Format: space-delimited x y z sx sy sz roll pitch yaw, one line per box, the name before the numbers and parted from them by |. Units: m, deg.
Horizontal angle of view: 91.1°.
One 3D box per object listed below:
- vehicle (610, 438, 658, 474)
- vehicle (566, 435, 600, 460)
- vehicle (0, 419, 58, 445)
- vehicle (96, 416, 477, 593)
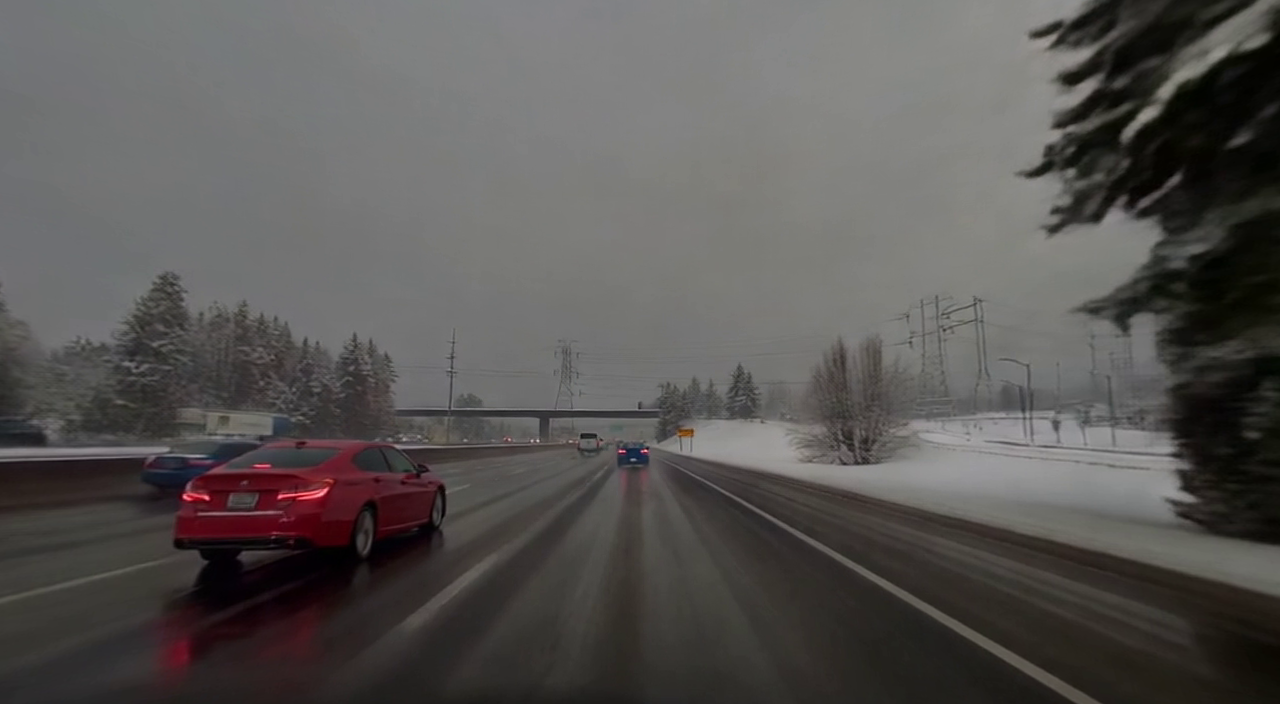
vehicle | -0.276 4.492 27.374 1.954 1.460 3.983 0 -8 -1
vehicle | -4.131 7.066 46.489 2.174 1.806 3.932 0 -8 0
vehicle | -38.047 4.828 37.816 1.754 1.494 4.634 0 -8 -4
vehicle | -3.686 1.662 7.819 2.035 1.514 4.600 0 -8 0
